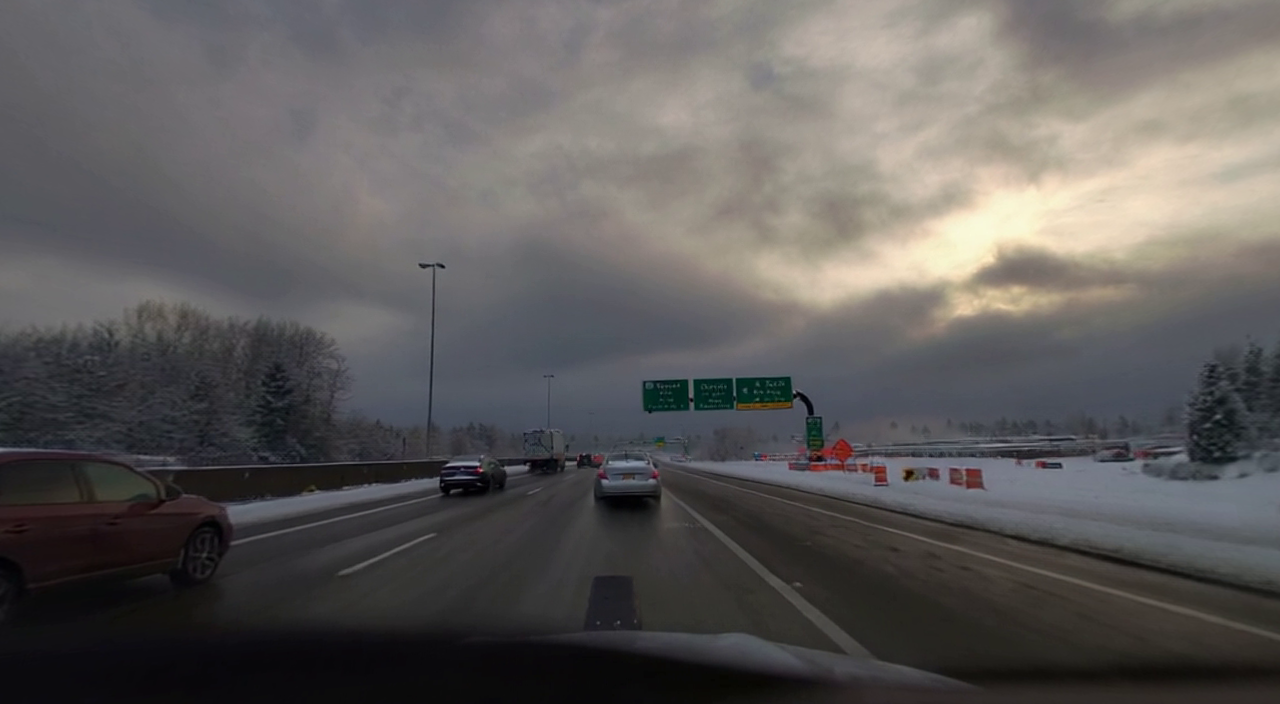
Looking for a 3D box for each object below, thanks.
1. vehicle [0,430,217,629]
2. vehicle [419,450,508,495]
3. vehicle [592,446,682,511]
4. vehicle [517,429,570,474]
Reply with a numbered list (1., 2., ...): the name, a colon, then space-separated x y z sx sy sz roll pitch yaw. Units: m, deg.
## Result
1. vehicle: -5.769 1.363 4.868 1.892 1.481 4.573 0 -9 -2
2. vehicle: -6.172 4.236 22.481 2.063 1.417 4.000 0 -9 -1
3. vehicle: -0.103 3.206 16.363 2.080 1.451 3.512 0 -9 -1
4. vehicle: -6.189 6.516 41.222 2.326 2.645 6.249 -1 -9 2
